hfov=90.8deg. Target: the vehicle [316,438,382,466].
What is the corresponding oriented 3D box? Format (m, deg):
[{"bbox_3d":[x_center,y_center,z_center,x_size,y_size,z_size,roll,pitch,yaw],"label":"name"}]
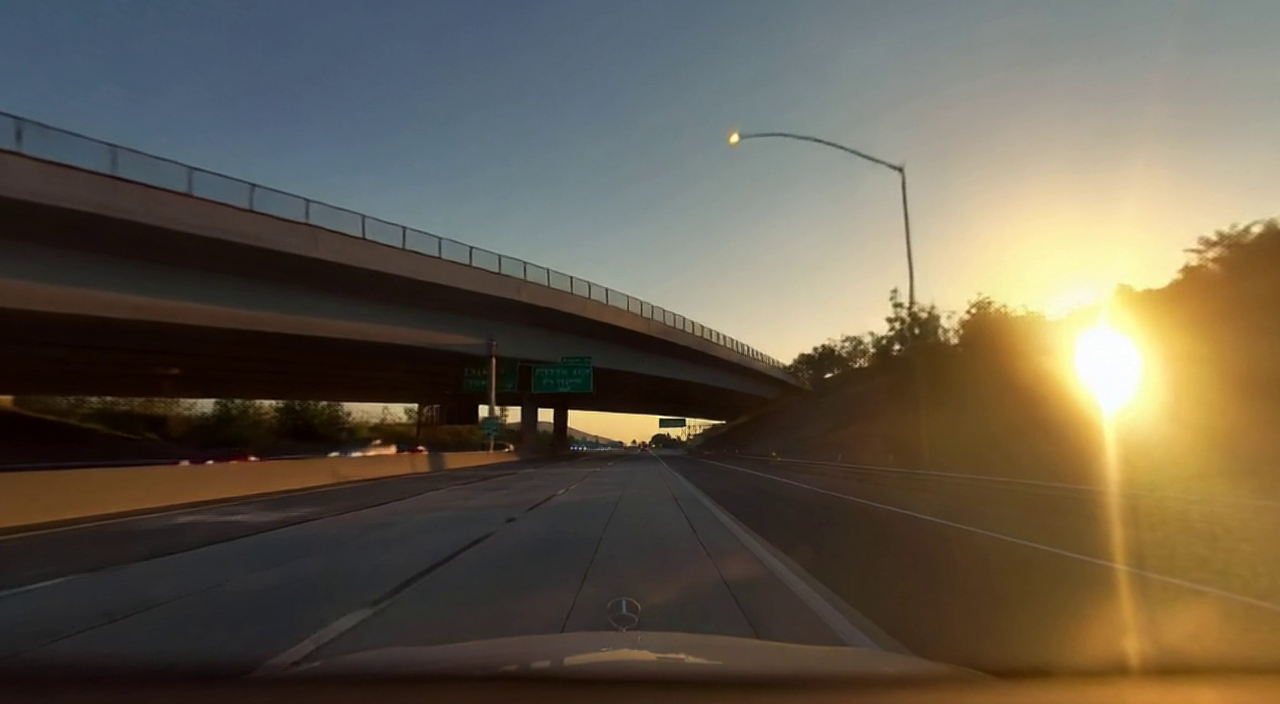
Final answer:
[{"bbox_3d":[-17.442,5.995,38.067,1.861,1.565,4.374,0,-8,0],"label":"vehicle"}]
